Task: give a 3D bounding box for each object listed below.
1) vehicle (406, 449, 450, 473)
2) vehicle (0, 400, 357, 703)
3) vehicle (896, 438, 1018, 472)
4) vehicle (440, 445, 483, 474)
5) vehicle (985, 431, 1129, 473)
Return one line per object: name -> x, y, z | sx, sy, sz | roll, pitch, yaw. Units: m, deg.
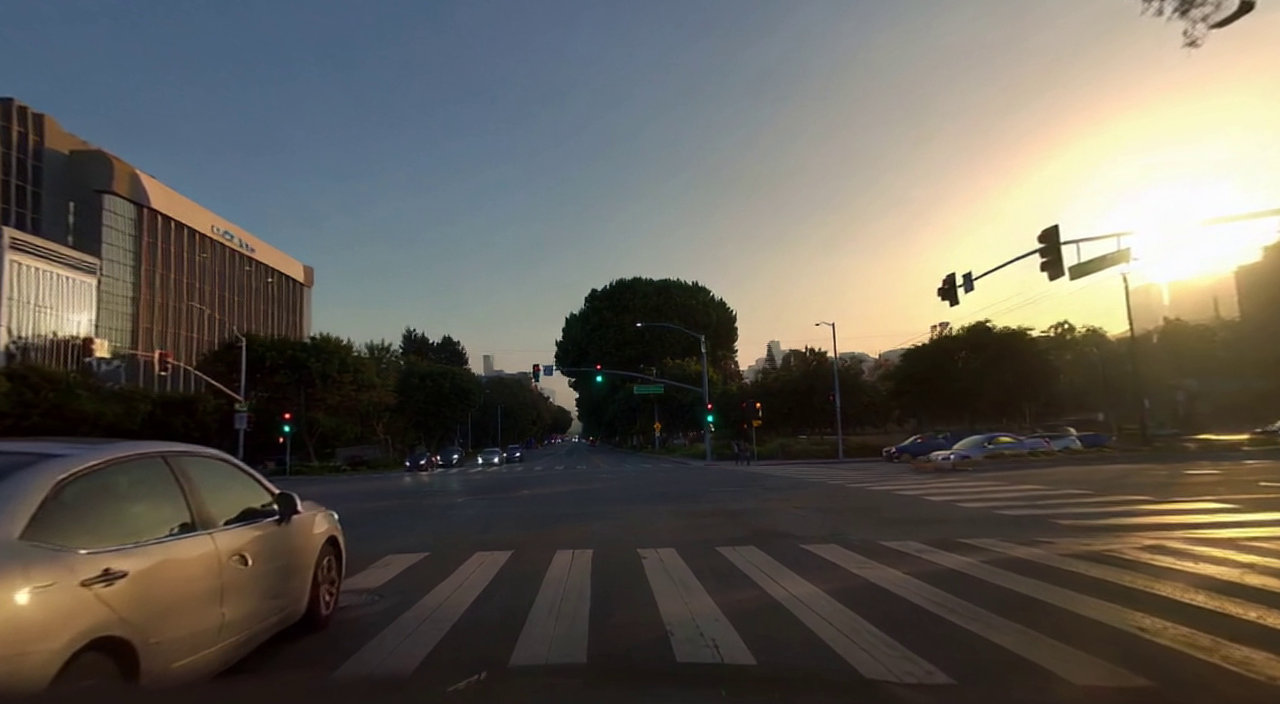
vehicle -> -16.419, 8.427, 49.190 | 2.100, 1.764, 4.151 | 0, -8, -2
vehicle -> -3.072, 0.950, 2.358 | 1.919, 1.478, 4.720 | 0, -8, -1
vehicle -> 14.909, 4.840, 29.871 | 4.660, 1.495, 2.007 | 0, -8, -2
vehicle -> -12.883, 7.724, 45.823 | 2.051, 1.715, 4.346 | -2, -6, -2
vehicle -> 15.703, 3.784, 23.944 | 4.181, 1.483, 1.831 | 0, -8, -3
